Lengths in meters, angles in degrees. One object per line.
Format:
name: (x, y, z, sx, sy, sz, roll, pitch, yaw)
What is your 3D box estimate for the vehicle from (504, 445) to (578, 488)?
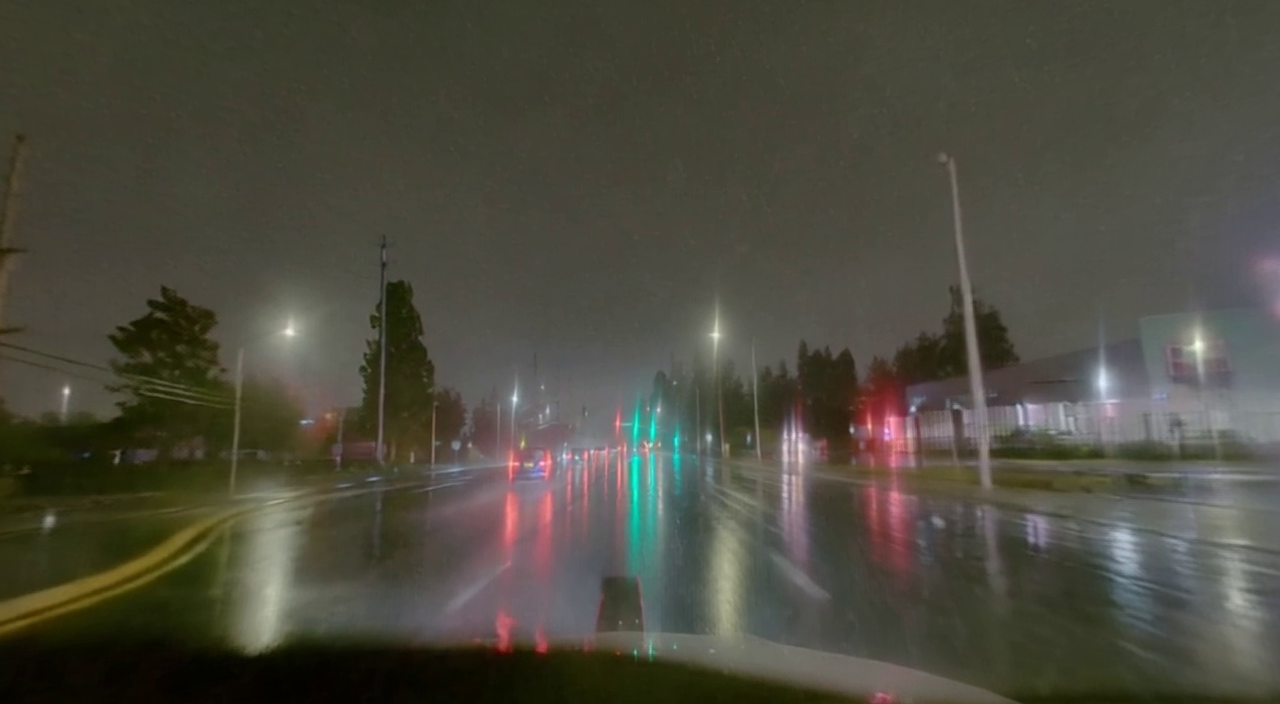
vehicle: (-3.613, 4.264, 23.744, 2.076, 1.444, 4.328, 0, -9, 0)
